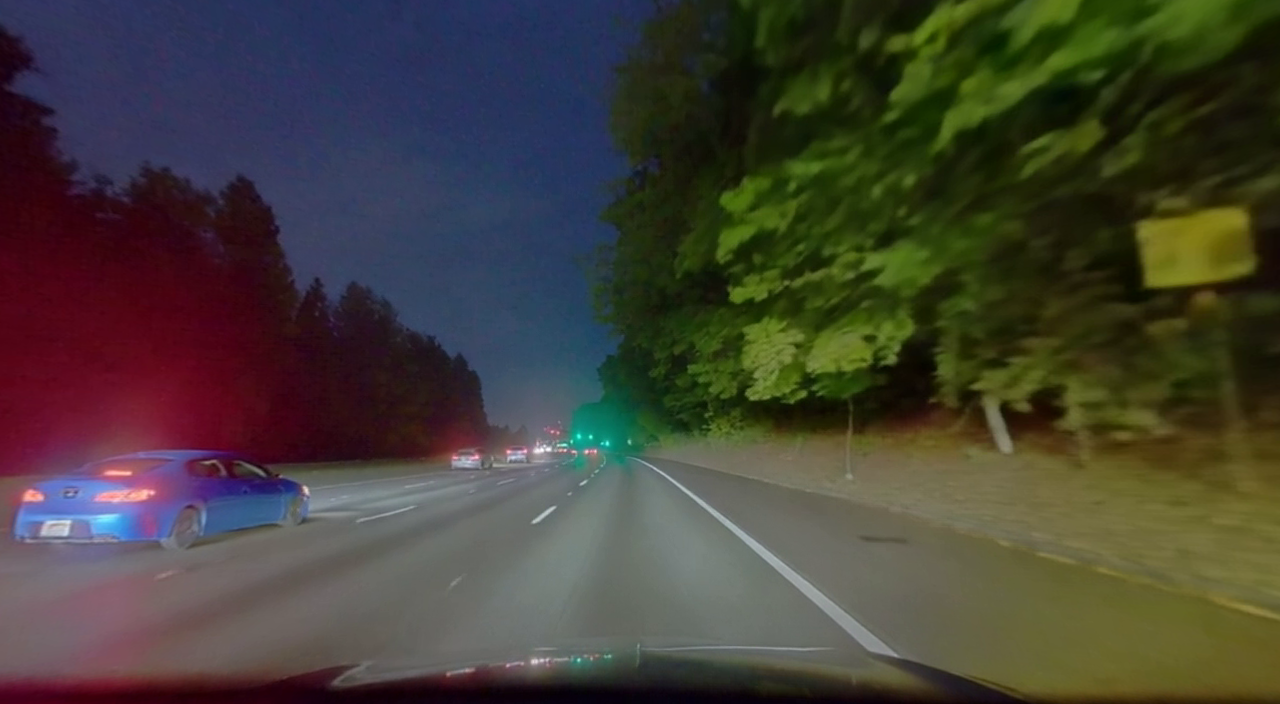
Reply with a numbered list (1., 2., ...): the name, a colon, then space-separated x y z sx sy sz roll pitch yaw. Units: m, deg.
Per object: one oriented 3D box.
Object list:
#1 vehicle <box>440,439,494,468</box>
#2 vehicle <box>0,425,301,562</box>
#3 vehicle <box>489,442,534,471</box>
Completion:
1. vehicle: -12.377 7.302 45.467 2.425 1.926 5.584 0 -9 -2
2. vehicle: -7.703 2.038 9.867 2.133 1.586 4.869 0 -9 -1
3. vehicle: -8.075 6.575 39.851 2.060 1.680 4.255 0 -9 -2
